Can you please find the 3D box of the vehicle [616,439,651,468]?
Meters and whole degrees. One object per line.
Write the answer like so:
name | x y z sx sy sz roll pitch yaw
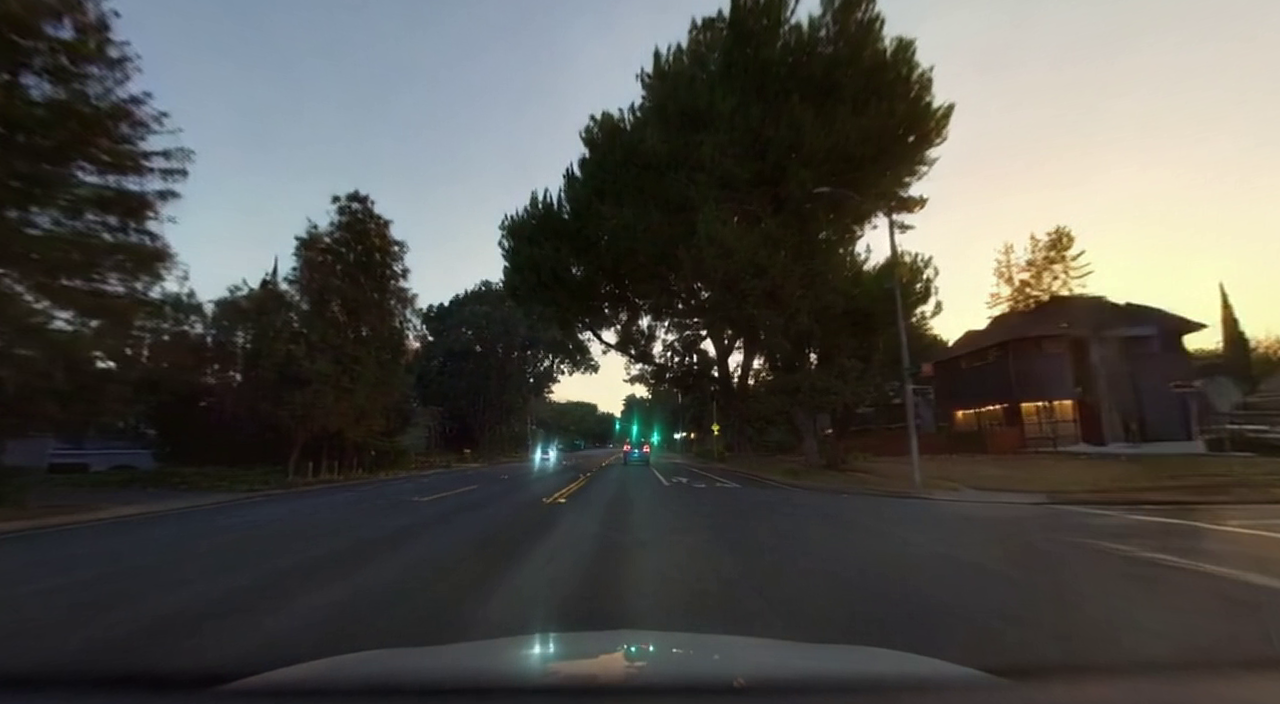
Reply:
vehicle | -0.487 6.813 42.612 2.230 1.827 4.298 0 -8 -2
